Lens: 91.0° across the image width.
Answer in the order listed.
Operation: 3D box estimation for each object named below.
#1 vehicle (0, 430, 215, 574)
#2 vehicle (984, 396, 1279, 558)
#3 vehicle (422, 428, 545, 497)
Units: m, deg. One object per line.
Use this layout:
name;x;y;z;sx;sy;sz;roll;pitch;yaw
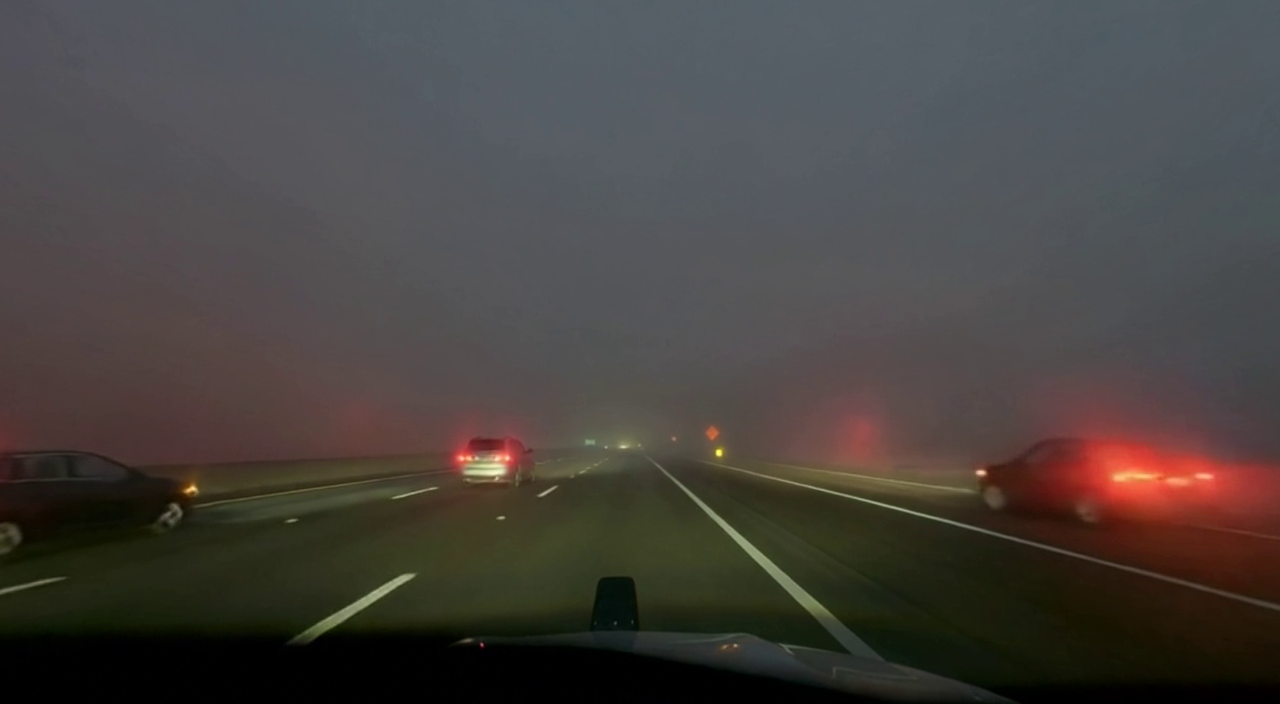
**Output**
vehicle;-7.824;1.749;7.712;1.924;1.519;4.791;0;-8;-1
vehicle;7.407;1.602;8.761;2.136;1.641;4.964;0;-8;-4
vehicle;-4.244;3.082;18.052;2.200;1.662;5.091;0;-8;0
